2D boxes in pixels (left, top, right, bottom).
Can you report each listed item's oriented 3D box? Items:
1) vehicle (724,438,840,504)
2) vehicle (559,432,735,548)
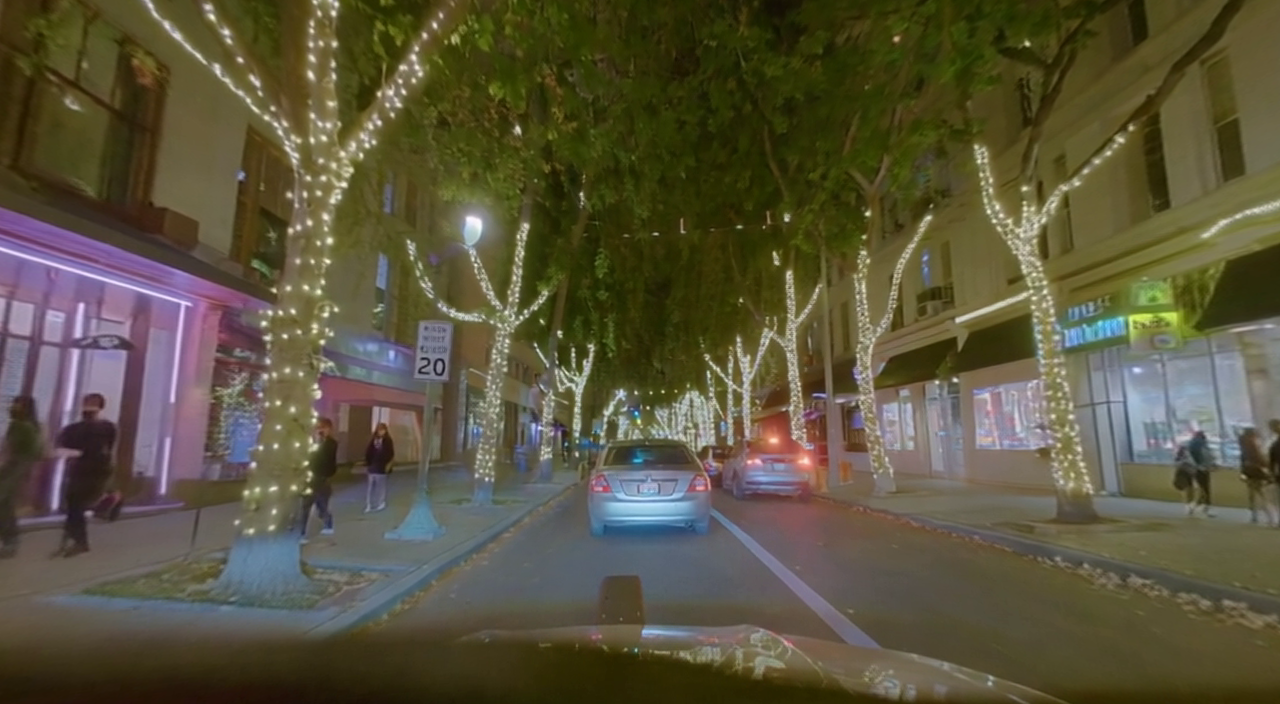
[{"bbox_3d":[3.616,3.124,17.045,2.025,1.523,4.426,0,-9,-1],"label":"vehicle"},{"bbox_3d":[0.056,2.089,10.260,2.261,1.474,4.130,0,-9,-1],"label":"vehicle"}]
